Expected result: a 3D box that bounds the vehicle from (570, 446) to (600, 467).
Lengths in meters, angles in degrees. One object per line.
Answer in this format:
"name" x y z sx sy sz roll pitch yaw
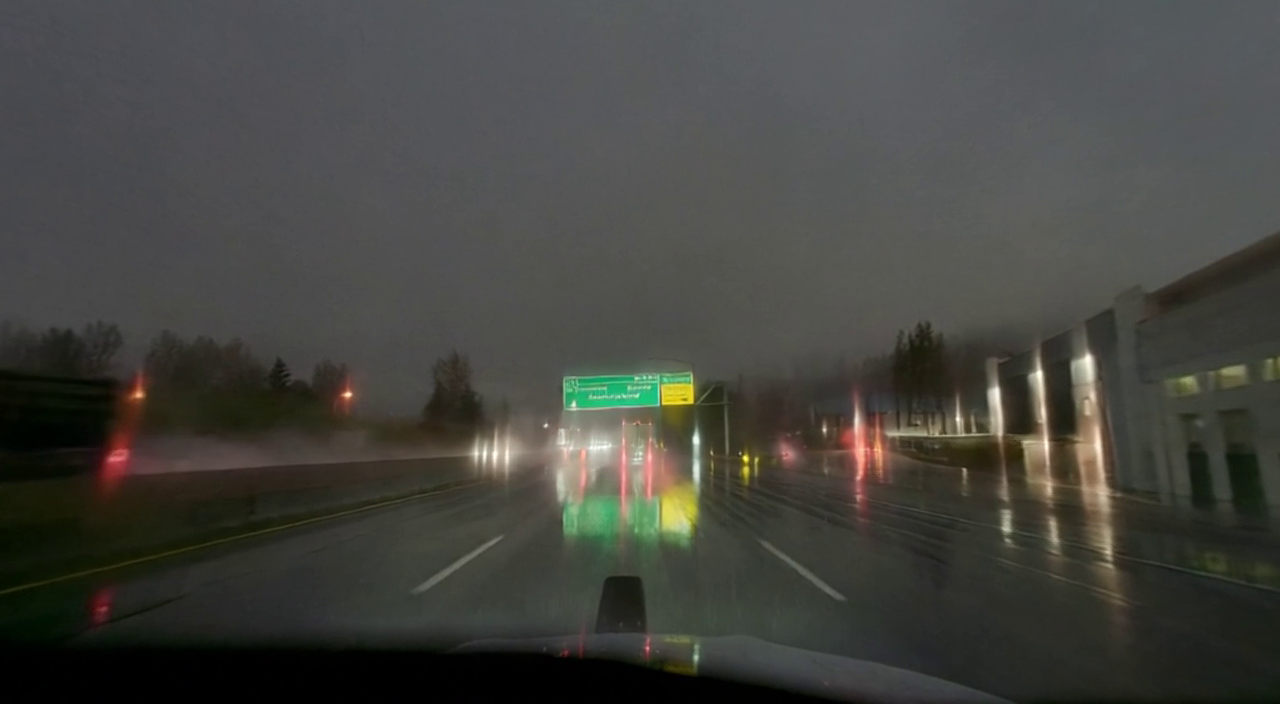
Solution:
"vehicle" -4.069 7.819 47.167 1.886 1.465 4.119 0 -9 -1
